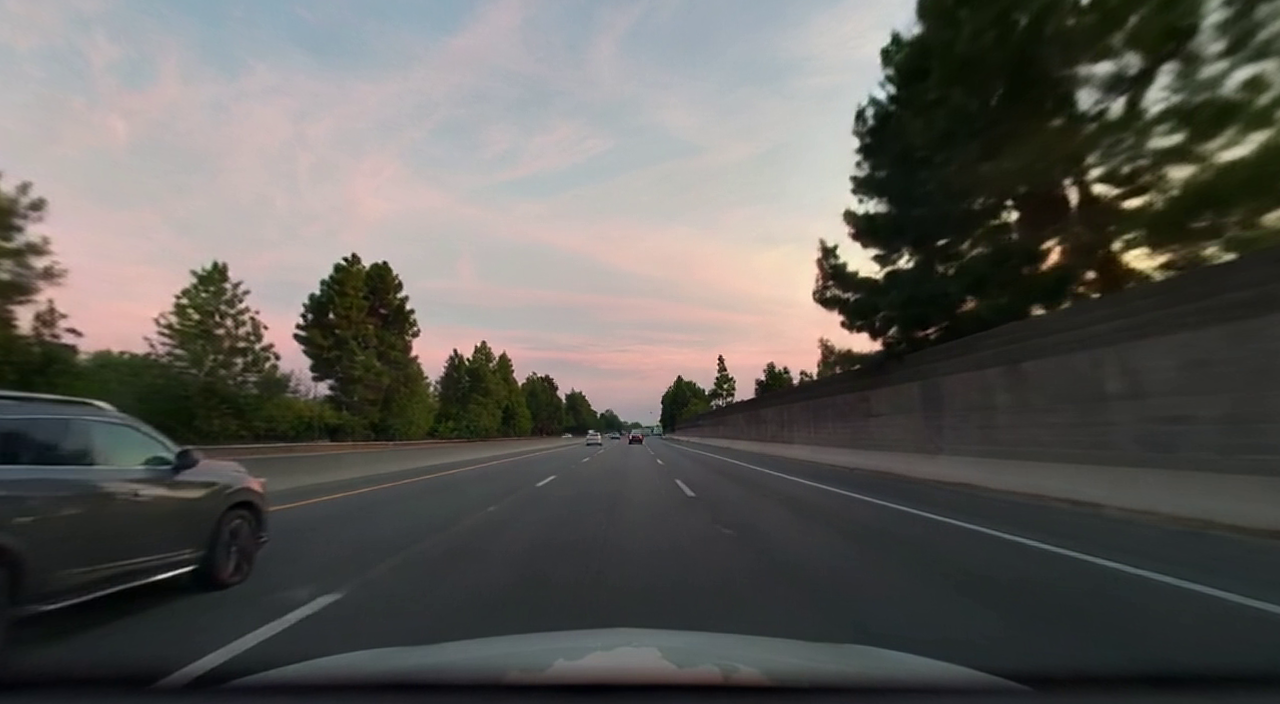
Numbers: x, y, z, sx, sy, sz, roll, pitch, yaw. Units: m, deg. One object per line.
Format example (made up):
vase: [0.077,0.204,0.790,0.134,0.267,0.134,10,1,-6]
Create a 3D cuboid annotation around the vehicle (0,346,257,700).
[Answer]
vehicle: [-4.305,0.806,2.814,2.306,1.730,4.606,0,-8,0]
